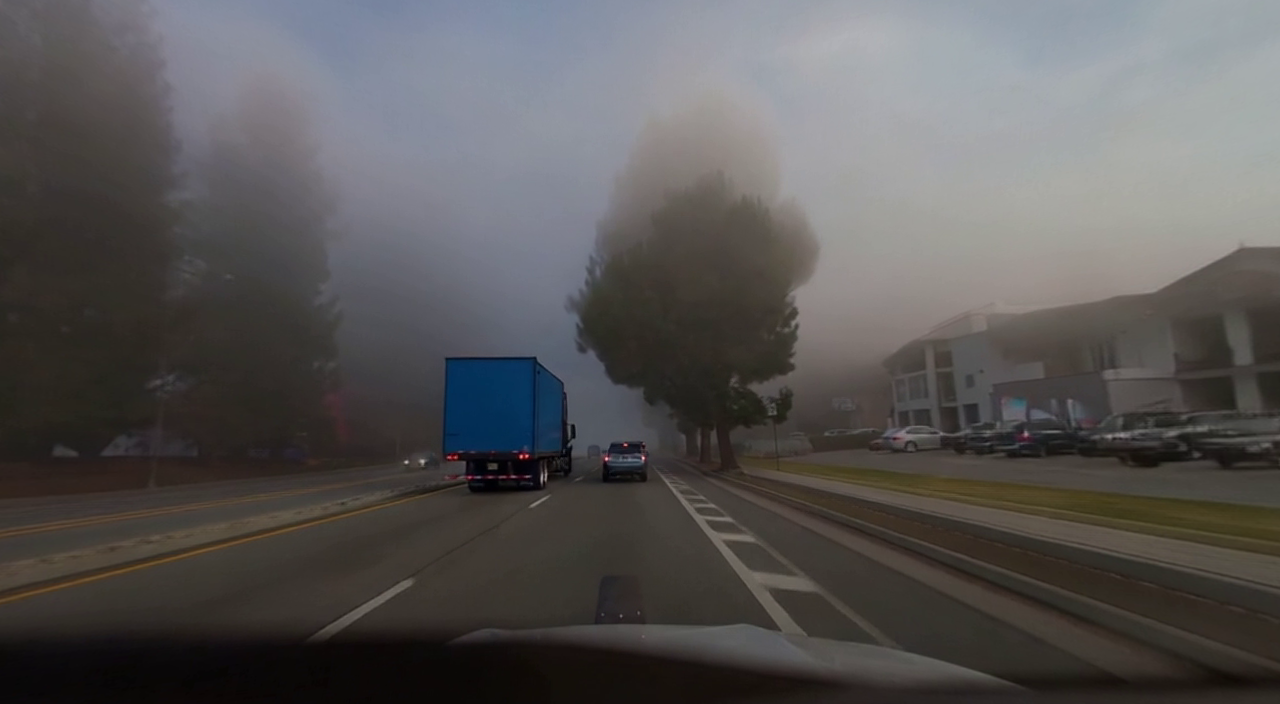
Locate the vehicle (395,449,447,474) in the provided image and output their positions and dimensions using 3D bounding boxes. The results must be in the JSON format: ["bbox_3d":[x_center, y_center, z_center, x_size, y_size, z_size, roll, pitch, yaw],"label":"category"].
[{"bbox_3d":[-14.729,7.385,42.759,1.993,1.568,4.645,0,-10,-2],"label":"vehicle"}]

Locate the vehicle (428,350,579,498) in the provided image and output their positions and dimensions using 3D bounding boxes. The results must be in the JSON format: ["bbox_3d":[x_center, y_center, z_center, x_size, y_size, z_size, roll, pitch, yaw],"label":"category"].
[{"bbox_3d":[-4.084,2.638,21.902,2.996,3.902,10.410,0,-9,-1],"label":"vehicle"}]

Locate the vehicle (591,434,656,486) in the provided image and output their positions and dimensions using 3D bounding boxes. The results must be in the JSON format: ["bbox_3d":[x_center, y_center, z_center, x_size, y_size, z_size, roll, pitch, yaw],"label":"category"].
[{"bbox_3d":[-0.558,3.829,22.624,2.094,1.682,3.866,0,-9,-1],"label":"vehicle"}]
